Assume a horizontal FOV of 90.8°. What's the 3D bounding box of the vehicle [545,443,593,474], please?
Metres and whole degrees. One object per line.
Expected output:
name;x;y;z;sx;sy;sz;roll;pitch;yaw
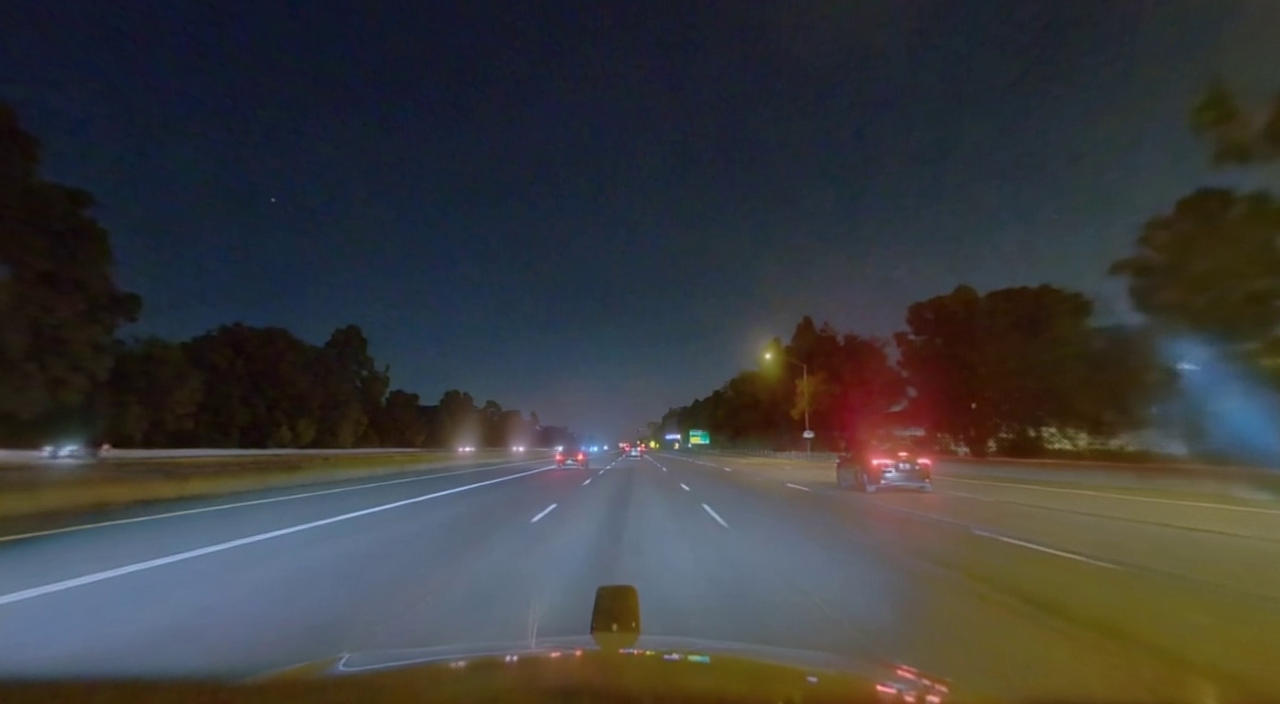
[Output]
vehicle;-3.892;5.938;35.588;2.140;1.574;4.946;0;-8;0
